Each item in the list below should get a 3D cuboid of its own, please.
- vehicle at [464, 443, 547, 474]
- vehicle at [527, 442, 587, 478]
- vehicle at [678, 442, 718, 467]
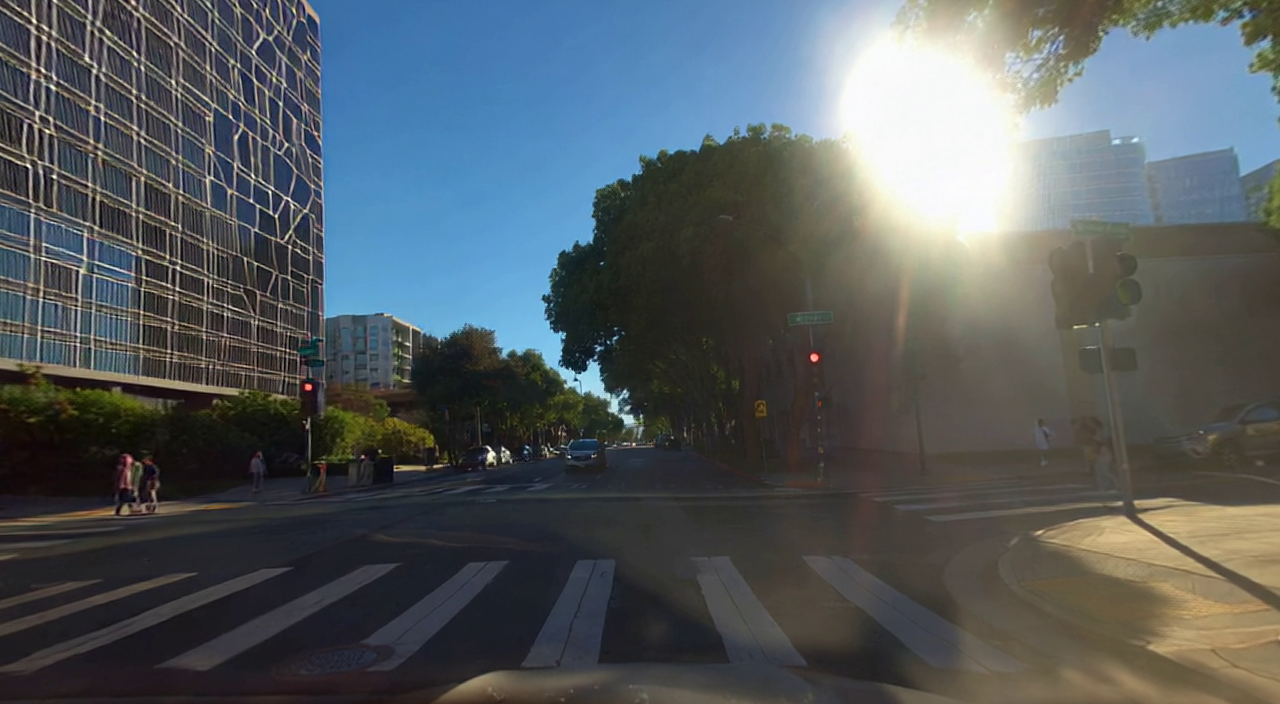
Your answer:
[{"bbox_3d":[-8.034,6.367,38.004,4.526,1.726,1.963,8,-12,-44],"label":"vehicle"},{"bbox_3d":[-3.667,4.830,28.568,1.989,1.481,4.500,0,-8,1],"label":"vehicle"},{"bbox_3d":[3.532,6.280,38.868,1.853,1.426,4.160,1,-8,-3],"label":"vehicle"}]
